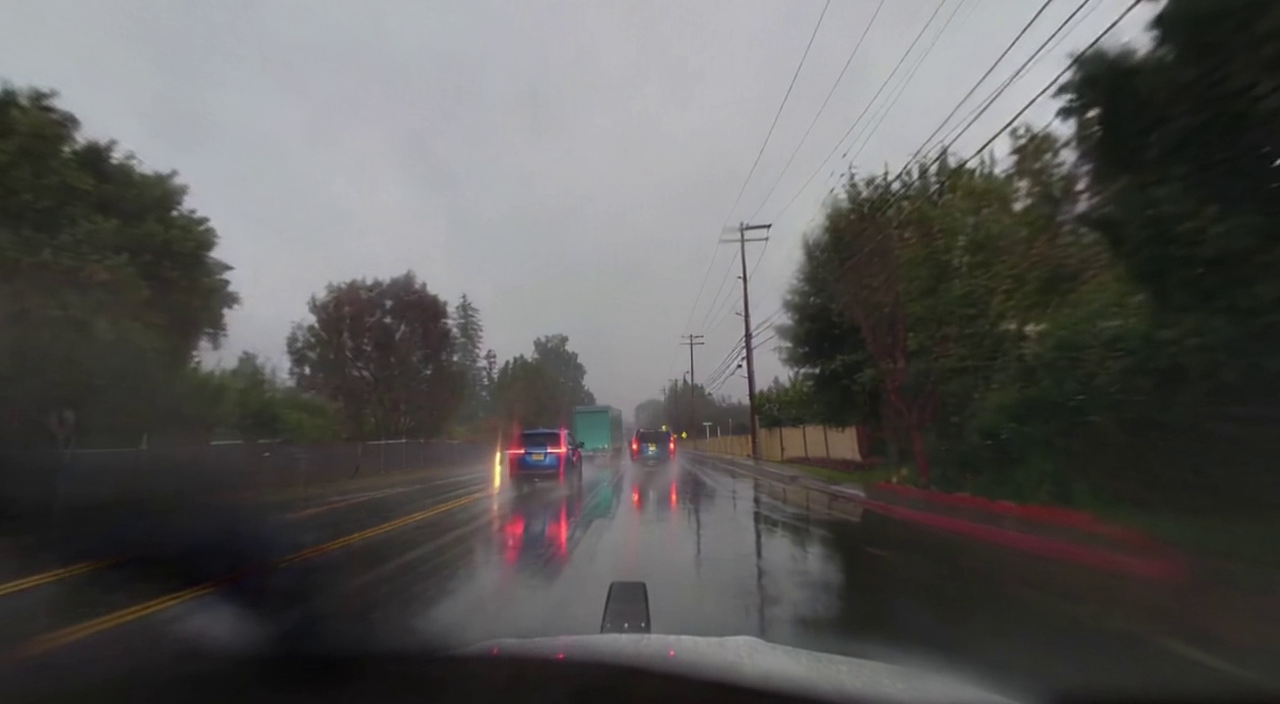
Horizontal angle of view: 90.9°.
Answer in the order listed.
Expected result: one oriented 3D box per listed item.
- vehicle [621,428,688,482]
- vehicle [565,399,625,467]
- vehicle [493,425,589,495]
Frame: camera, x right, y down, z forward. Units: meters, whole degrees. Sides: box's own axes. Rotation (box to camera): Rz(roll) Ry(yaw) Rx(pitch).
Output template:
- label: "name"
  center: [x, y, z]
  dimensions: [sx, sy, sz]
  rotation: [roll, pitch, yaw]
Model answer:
- label: "vehicle"
  center: [0.480, 3.707, 22.976]
  dimensions: [2.174, 1.749, 4.113]
  rotation: [-1, -8, 0]
- label: "vehicle"
  center: [-2.597, 5.231, 40.053]
  dimensions: [2.928, 3.658, 10.953]
  rotation: [-1, -8, 0]
- label: "vehicle"
  center: [-2.865, 3.257, 19.347]
  dimensions: [2.093, 1.832, 4.508]
  rotation: [-1, -8, 2]
